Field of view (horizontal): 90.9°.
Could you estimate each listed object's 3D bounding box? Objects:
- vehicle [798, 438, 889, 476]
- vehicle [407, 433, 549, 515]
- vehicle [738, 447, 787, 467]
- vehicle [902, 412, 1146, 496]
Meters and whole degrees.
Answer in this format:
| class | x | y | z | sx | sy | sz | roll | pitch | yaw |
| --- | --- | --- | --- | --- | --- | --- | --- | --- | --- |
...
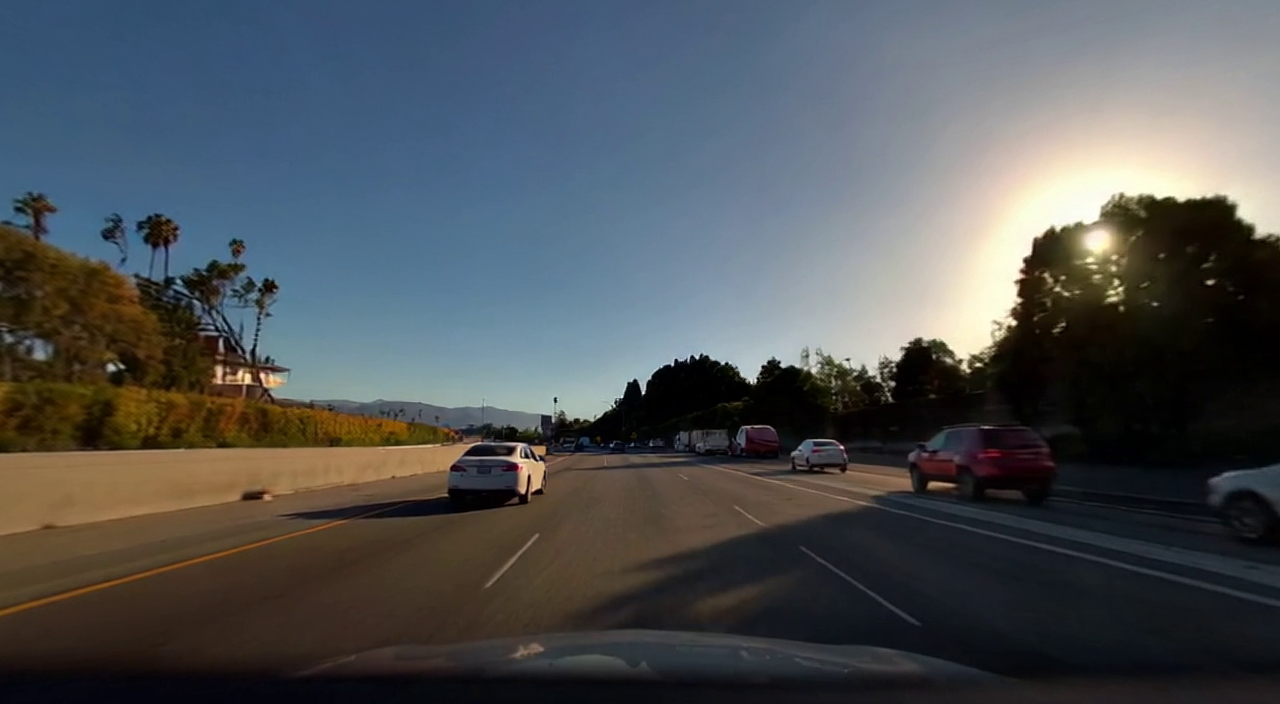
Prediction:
| class | x | y | z | sx | sy | sz | roll | pitch | yaw |
| --- | --- | --- | --- | --- | --- | --- | --- | --- | --- |
| vehicle | 8.731 | 4.558 | 27.616 | 2.052 | 1.468 | 5.333 | 0 | -8 | -2 |
| vehicle | -3.405 | 2.646 | 14.182 | 2.109 | 1.536 | 4.174 | 0 | -8 | 0 |
| vehicle | 7.963 | 6.864 | 41.512 | 1.994 | 1.237 | 4.603 | 0 | -8 | -4 |
| vehicle | 8.734 | 2.408 | 15.227 | 2.345 | 1.637 | 5.558 | 0 | -8 | -1 |
